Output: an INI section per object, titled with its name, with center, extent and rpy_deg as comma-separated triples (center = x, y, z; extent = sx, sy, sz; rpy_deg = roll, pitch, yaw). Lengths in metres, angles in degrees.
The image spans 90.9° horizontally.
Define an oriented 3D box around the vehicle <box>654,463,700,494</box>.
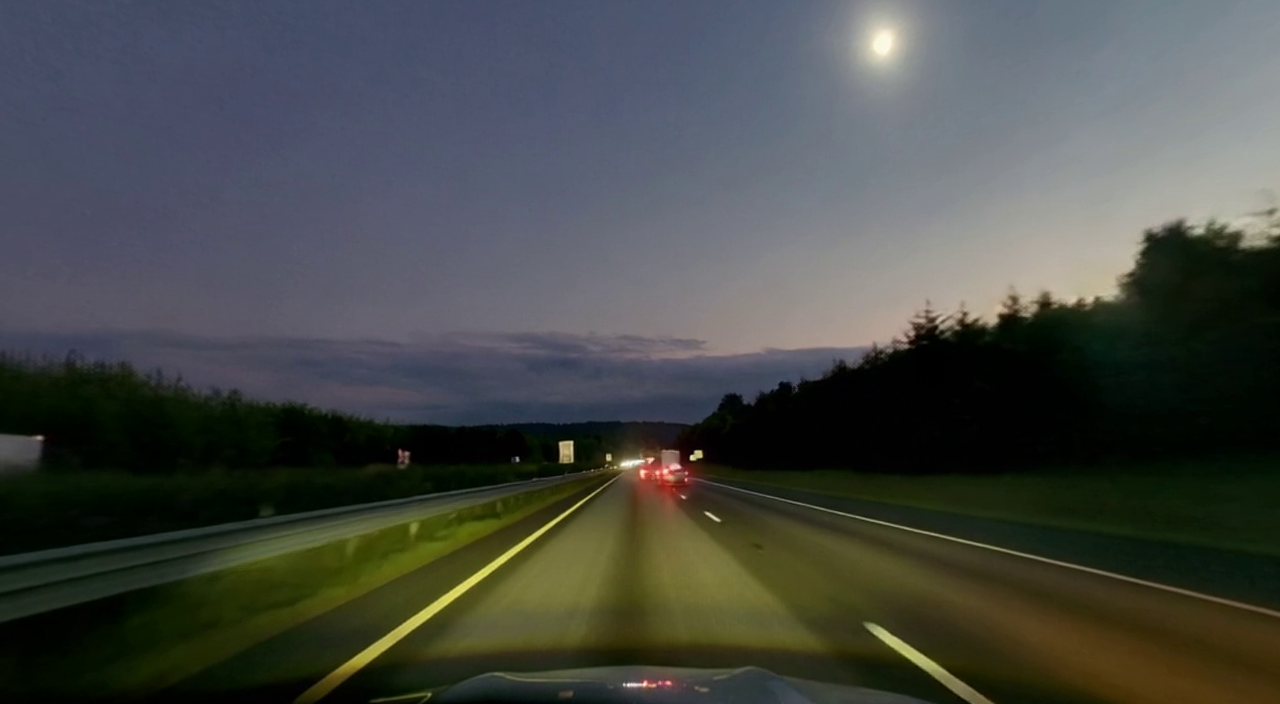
[vehicle]
center = 1.851, 6.553, 32.762
extent = 1.976, 1.467, 3.783
rpy_deg = 1, -11, -3
